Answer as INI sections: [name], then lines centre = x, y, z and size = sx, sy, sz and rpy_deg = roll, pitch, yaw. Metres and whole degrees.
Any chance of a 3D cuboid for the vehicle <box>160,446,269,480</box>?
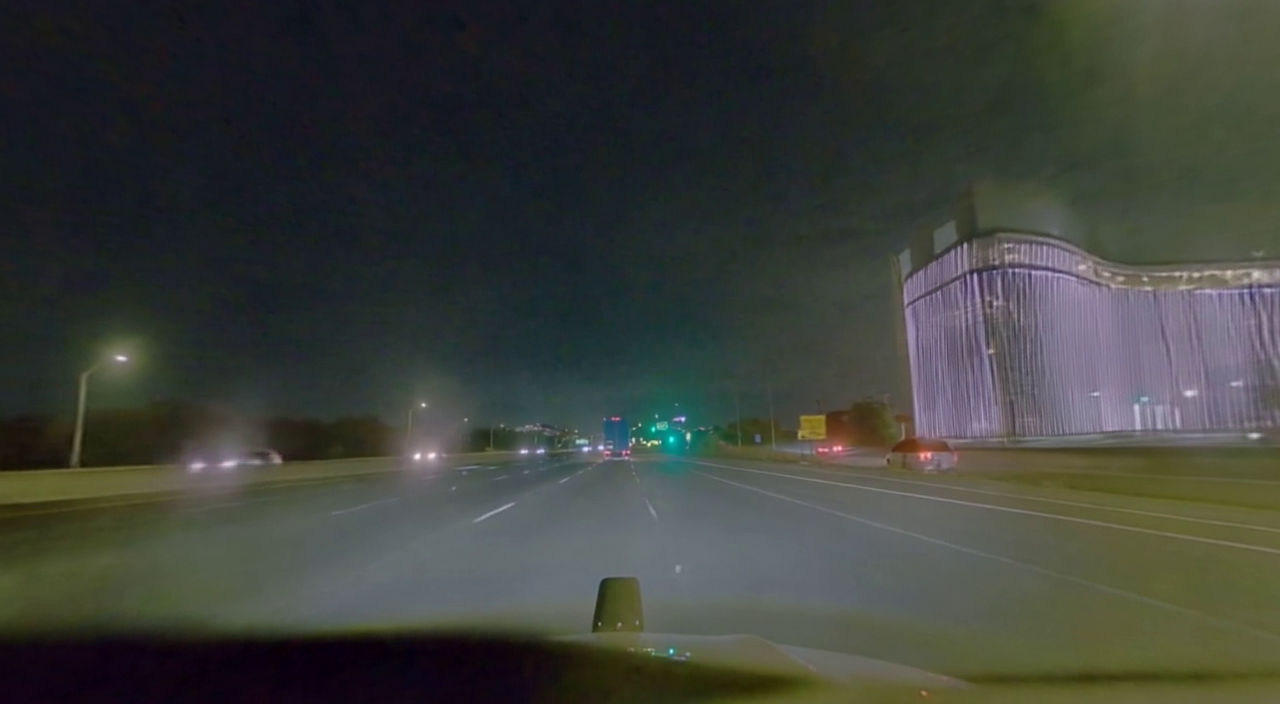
[vehicle]
centre = -24.418, 6.358, 36.507
size = 2.165, 1.728, 5.997
rpy_deg = 0, -9, 0
